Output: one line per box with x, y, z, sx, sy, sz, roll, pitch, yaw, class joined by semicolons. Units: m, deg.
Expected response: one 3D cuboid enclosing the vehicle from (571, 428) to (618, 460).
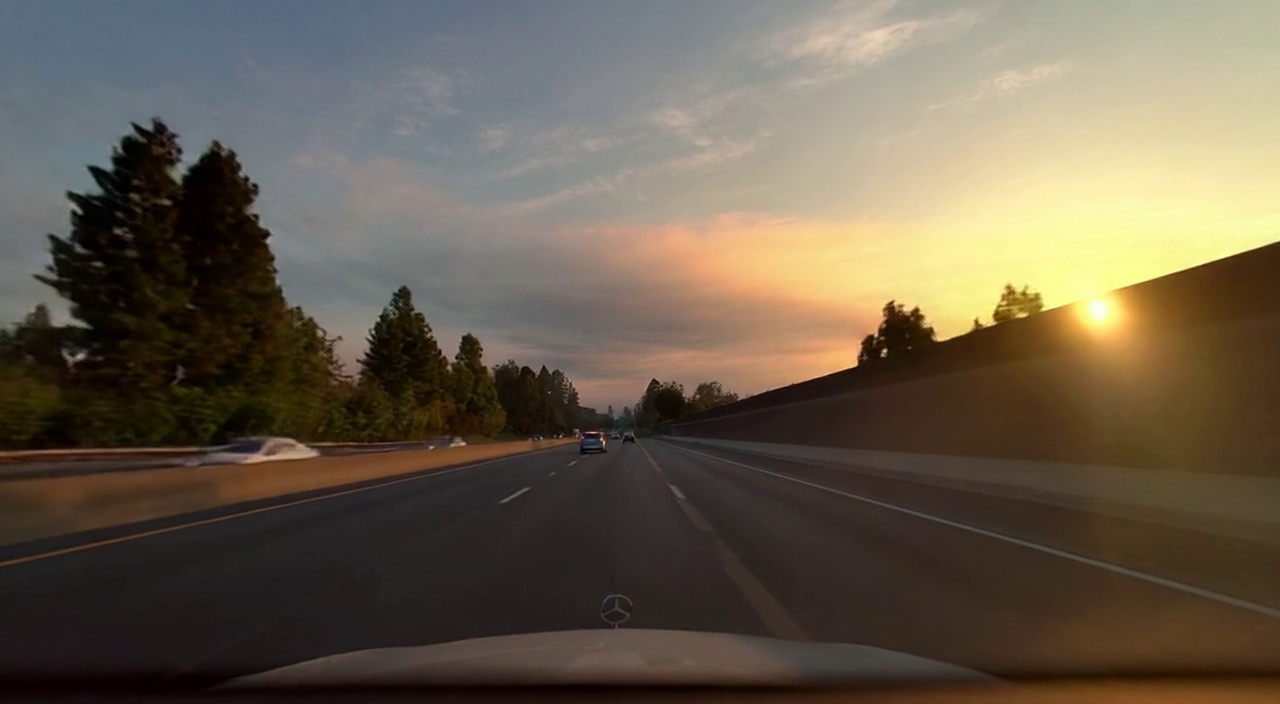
-2.538;5.278;36.380;2.306;1.730;4.606;0;-8;1;vehicle

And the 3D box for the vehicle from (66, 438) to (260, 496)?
-13.711;3.284;18.593;2.049;1.445;4.697;0;-8;0;vehicle
